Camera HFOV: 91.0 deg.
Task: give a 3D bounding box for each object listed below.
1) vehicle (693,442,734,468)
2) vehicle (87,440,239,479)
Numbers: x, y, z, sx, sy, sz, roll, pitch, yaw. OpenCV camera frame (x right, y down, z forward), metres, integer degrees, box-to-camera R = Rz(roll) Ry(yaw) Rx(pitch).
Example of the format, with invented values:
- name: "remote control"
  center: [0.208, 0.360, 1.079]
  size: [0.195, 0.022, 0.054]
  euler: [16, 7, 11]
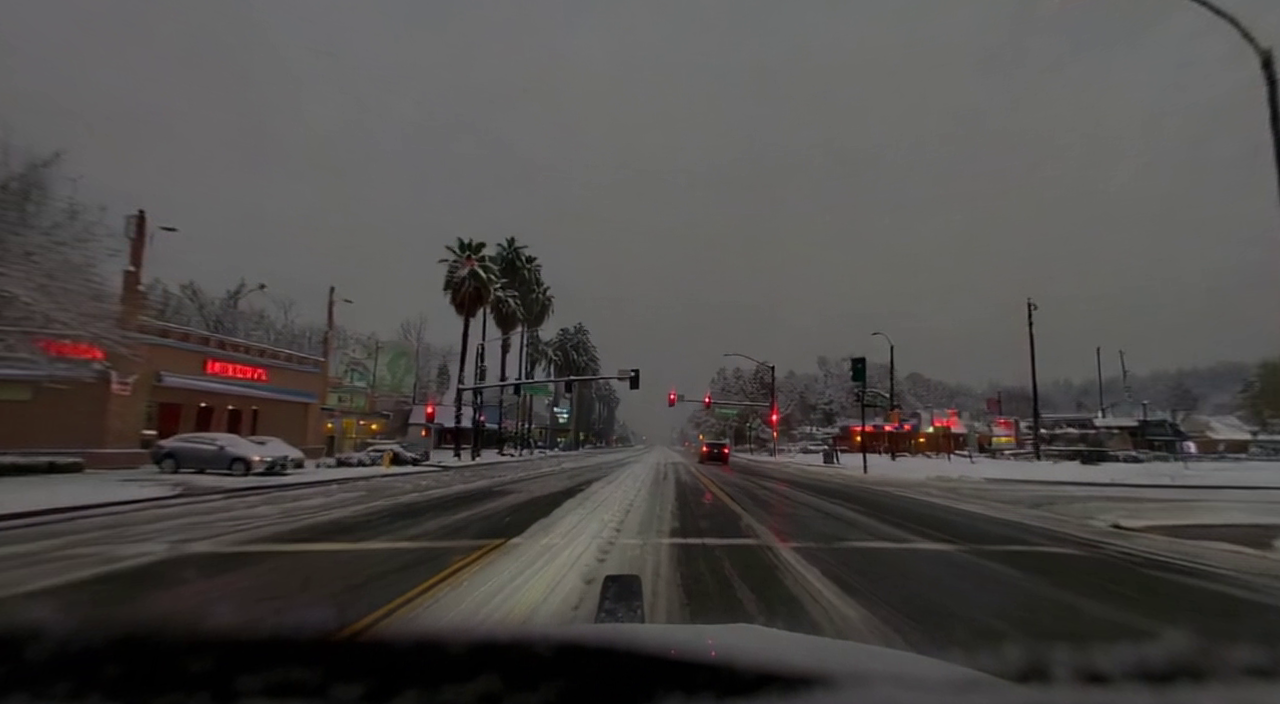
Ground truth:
- name: "vehicle"
  center: [4.536, 6.449, 39.552]
  size: [2.065, 1.507, 4.225]
  euler: [0, -9, 0]
- name: "vehicle"
  center: [-18.206, 4.105, 24.170]
  size: [4.277, 1.453, 1.913]
  euler: [0, -8, 0]
